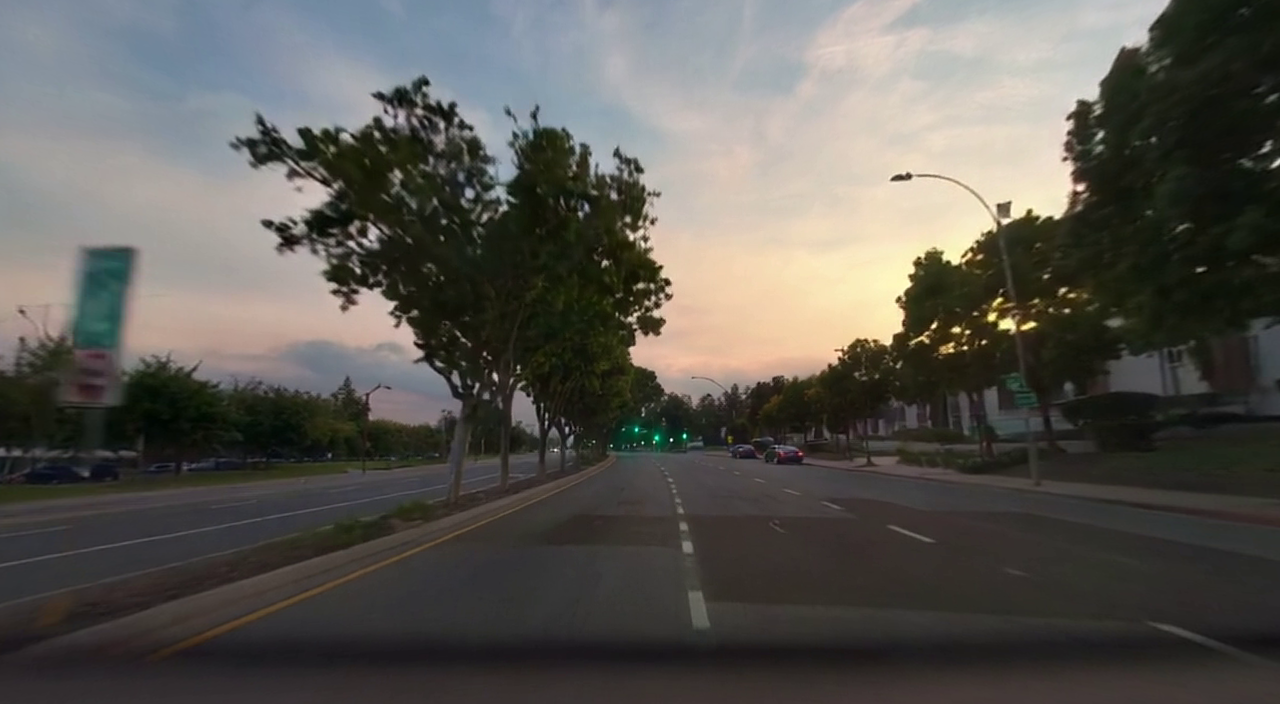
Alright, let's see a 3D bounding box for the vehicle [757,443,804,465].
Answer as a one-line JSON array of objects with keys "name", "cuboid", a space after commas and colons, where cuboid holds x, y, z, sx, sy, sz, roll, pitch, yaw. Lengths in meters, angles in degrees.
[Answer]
[{"name": "vehicle", "cuboid": [10.486, 7.656, 47.555, 2.109, 1.533, 5.664, 0, -9, -1]}]
